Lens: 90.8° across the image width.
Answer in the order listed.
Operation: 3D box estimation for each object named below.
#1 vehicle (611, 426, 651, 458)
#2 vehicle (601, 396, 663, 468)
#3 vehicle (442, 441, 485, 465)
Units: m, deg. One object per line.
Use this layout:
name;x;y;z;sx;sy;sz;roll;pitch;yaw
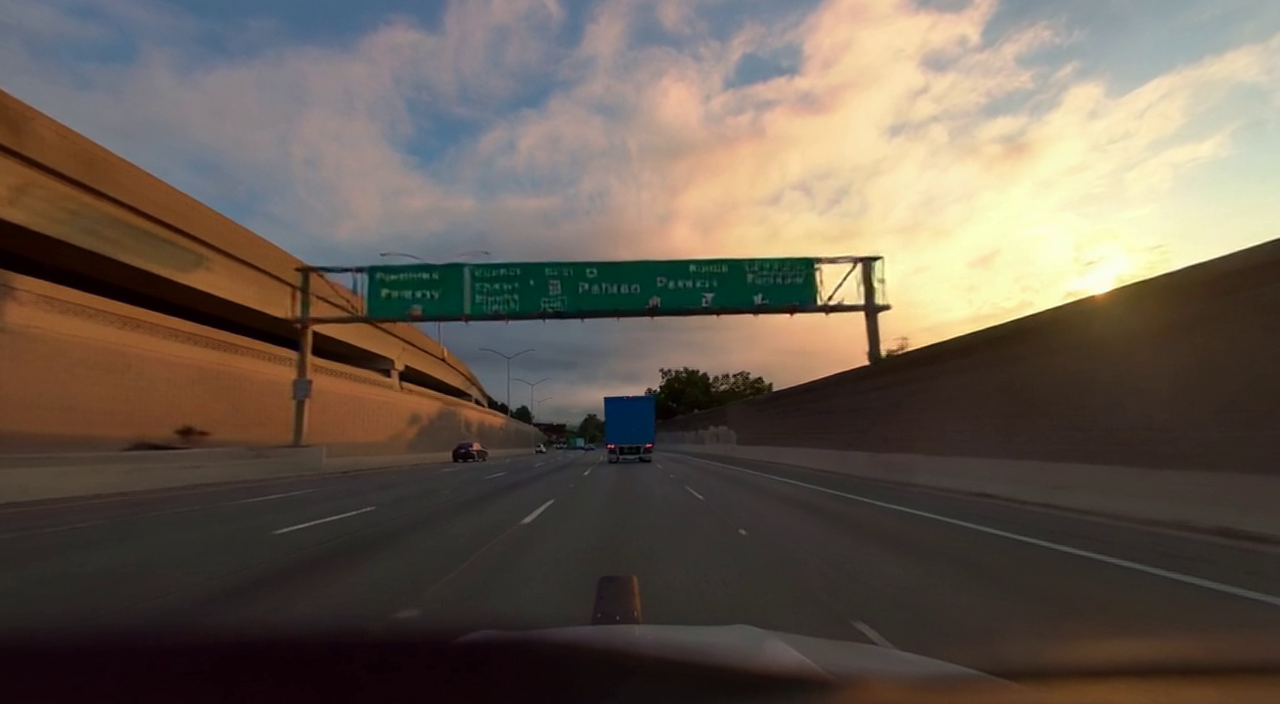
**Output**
vehicle;-0.554;5.022;35.133;2.052;1.666;4.358;1;-9;-3
vehicle;-0.711;5.011;38.364;3.233;3.678;11.032;0;-9;-3
vehicle;-12.460;7.123;44.790;1.919;1.625;4.183;0;-9;-2
